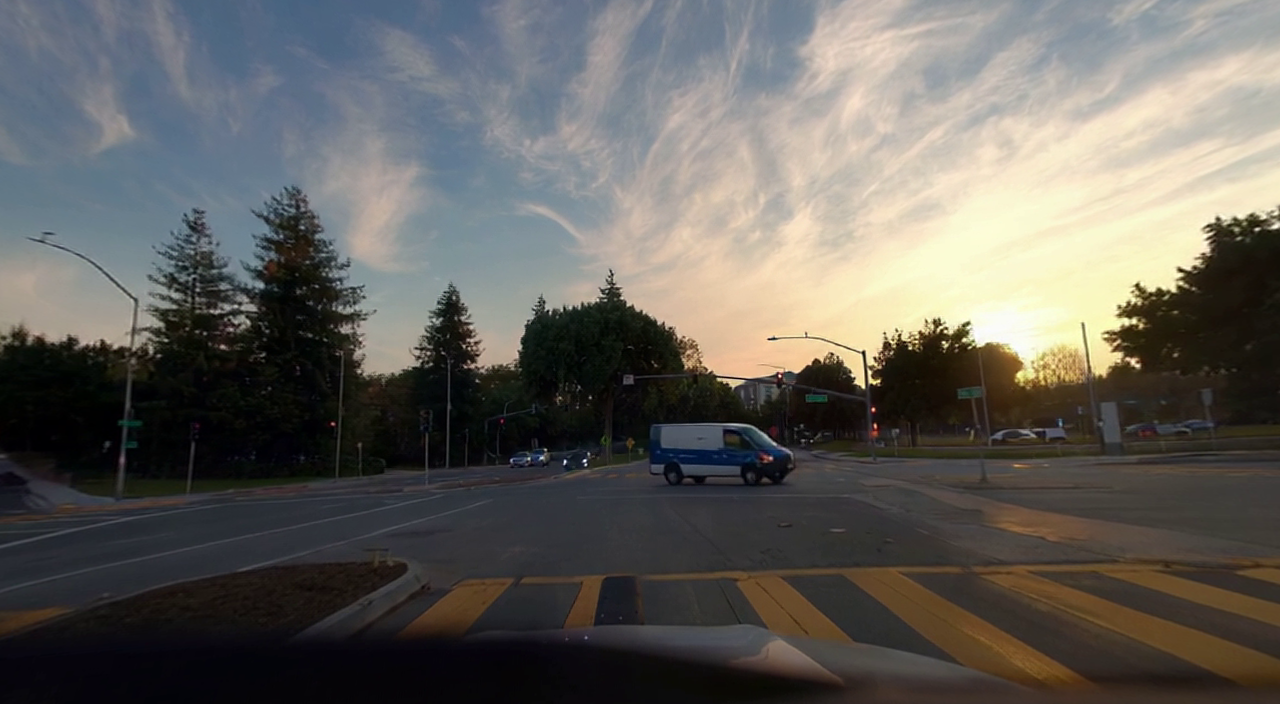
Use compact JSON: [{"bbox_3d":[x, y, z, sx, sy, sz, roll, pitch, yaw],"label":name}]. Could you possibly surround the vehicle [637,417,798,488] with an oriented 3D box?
[{"bbox_3d":[2.849,3.878,24.533,5.791,2.404,2.465,-8,-11,42],"label":"vehicle"}]
